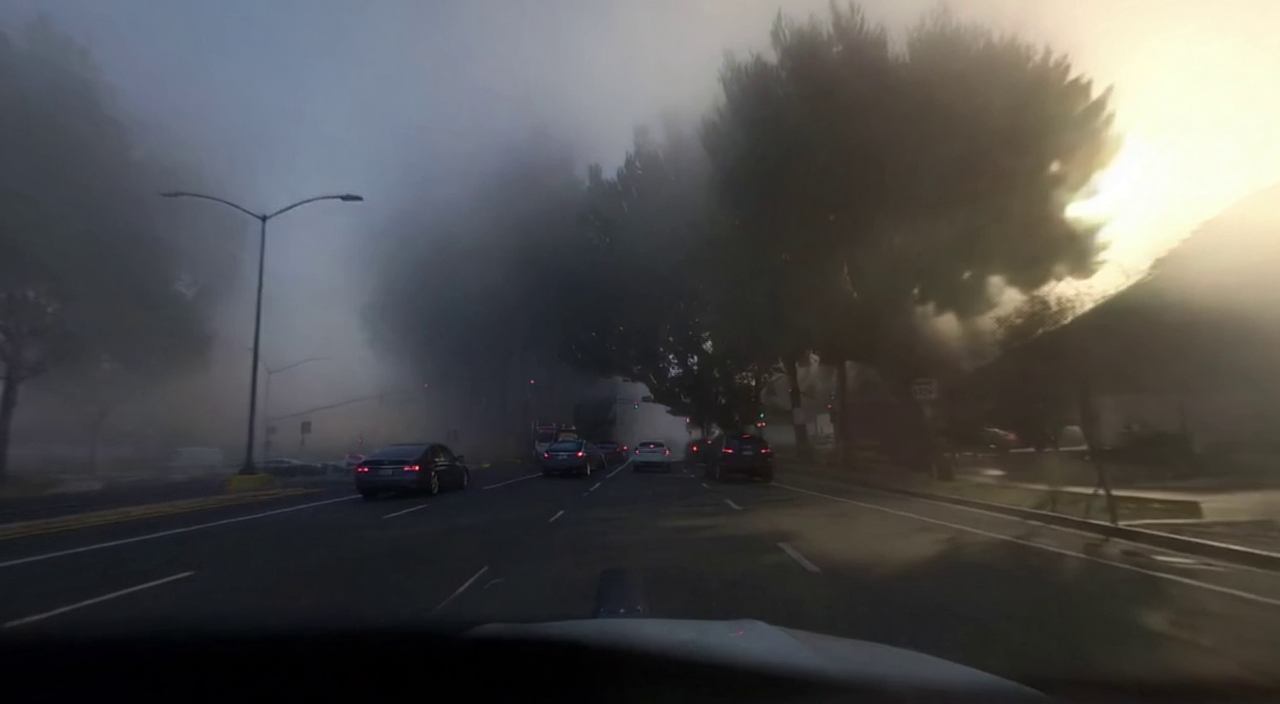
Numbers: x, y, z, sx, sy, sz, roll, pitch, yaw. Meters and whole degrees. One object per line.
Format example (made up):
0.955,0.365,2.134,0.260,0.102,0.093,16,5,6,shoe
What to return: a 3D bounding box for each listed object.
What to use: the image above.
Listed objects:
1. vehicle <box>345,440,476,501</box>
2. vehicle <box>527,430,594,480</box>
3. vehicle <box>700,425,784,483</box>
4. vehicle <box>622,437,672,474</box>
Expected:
-6.233,3.240,17.736,1.926,1.465,4.620,0,-8,0,vehicle
-2.931,3.916,24.087,1.912,1.703,4.261,0,-8,2,vehicle
3.484,3.599,22.432,2.141,1.833,4.704,0,-8,-1,vehicle
0.278,4.415,27.066,2.021,1.461,3.862,0,-8,0,vehicle
